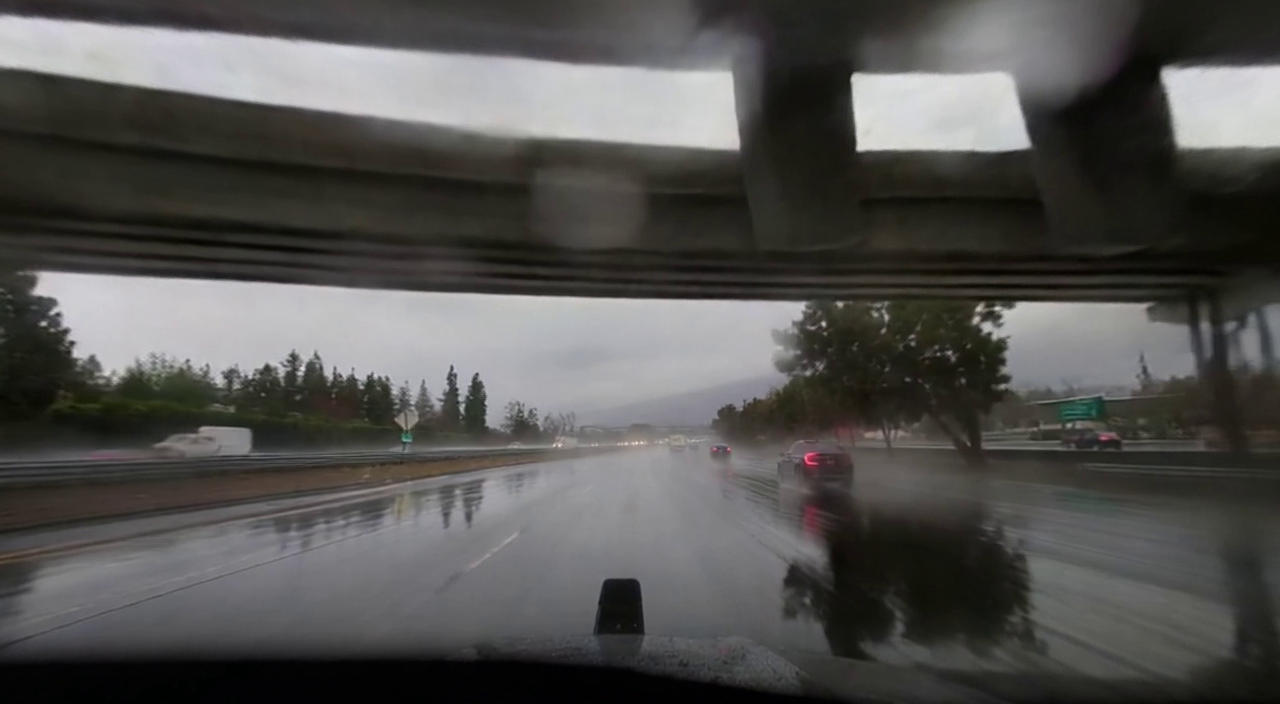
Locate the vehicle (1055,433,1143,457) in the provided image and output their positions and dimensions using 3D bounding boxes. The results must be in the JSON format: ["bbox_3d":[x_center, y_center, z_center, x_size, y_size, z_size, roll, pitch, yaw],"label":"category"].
[{"bbox_3d":[29.607,6.042,40.969,1.967,1.491,4.970,0,-9,0],"label":"vehicle"}]
